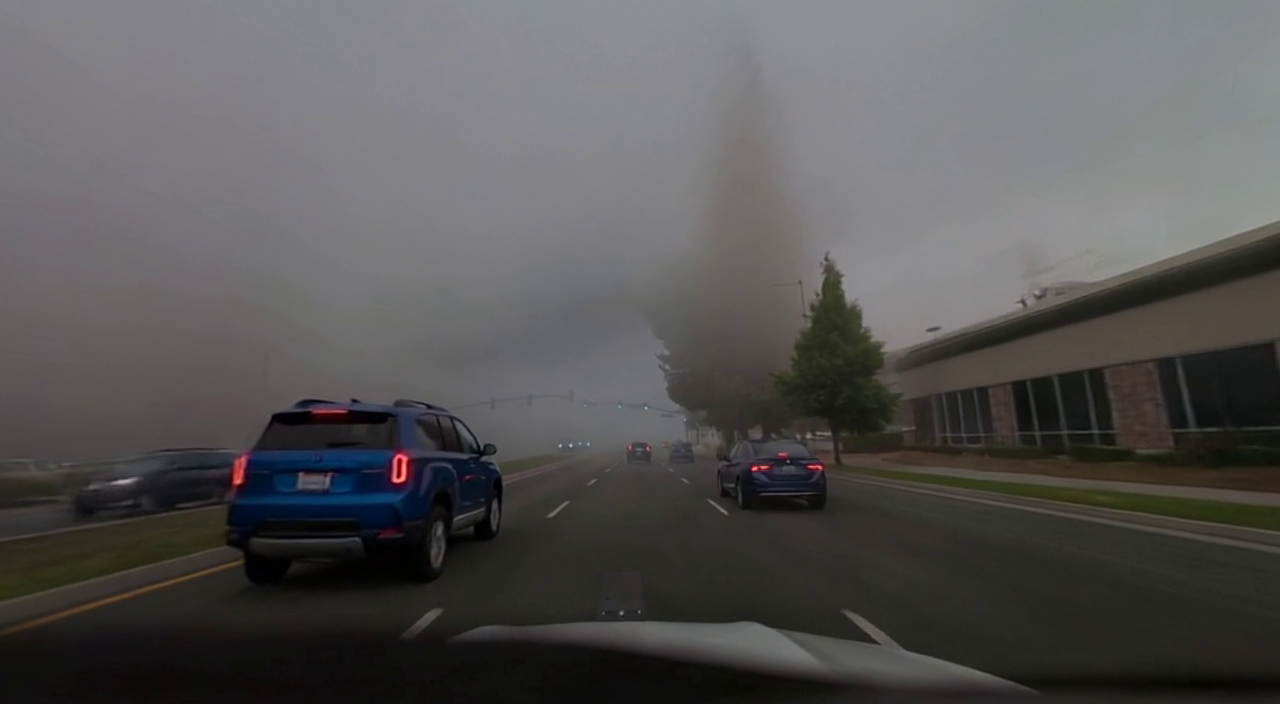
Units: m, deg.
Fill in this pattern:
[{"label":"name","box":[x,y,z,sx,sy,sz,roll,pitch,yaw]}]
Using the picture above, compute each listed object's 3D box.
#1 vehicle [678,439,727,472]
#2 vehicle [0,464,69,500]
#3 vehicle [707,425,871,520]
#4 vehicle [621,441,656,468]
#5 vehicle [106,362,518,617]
[{"label":"vehicle","box":[2.975,5.031,30.835,1.842,1.480,4.155,0,-9,-2]},{"label":"vehicle","box":[-28.523,5.831,28.167,4.175,1.458,1.981,-3,-9,1]},{"label":"vehicle","box":[2.794,2.424,13.220,2.174,1.596,4.779,0,-9,-1]},{"label":"vehicle","box":[-0.146,6.116,37.857,2.008,1.464,4.052,0,-9,-1]},{"label":"vehicle","box":[-3.146,1.495,7.826,2.368,2.037,5.319,0,-9,-2]}]
